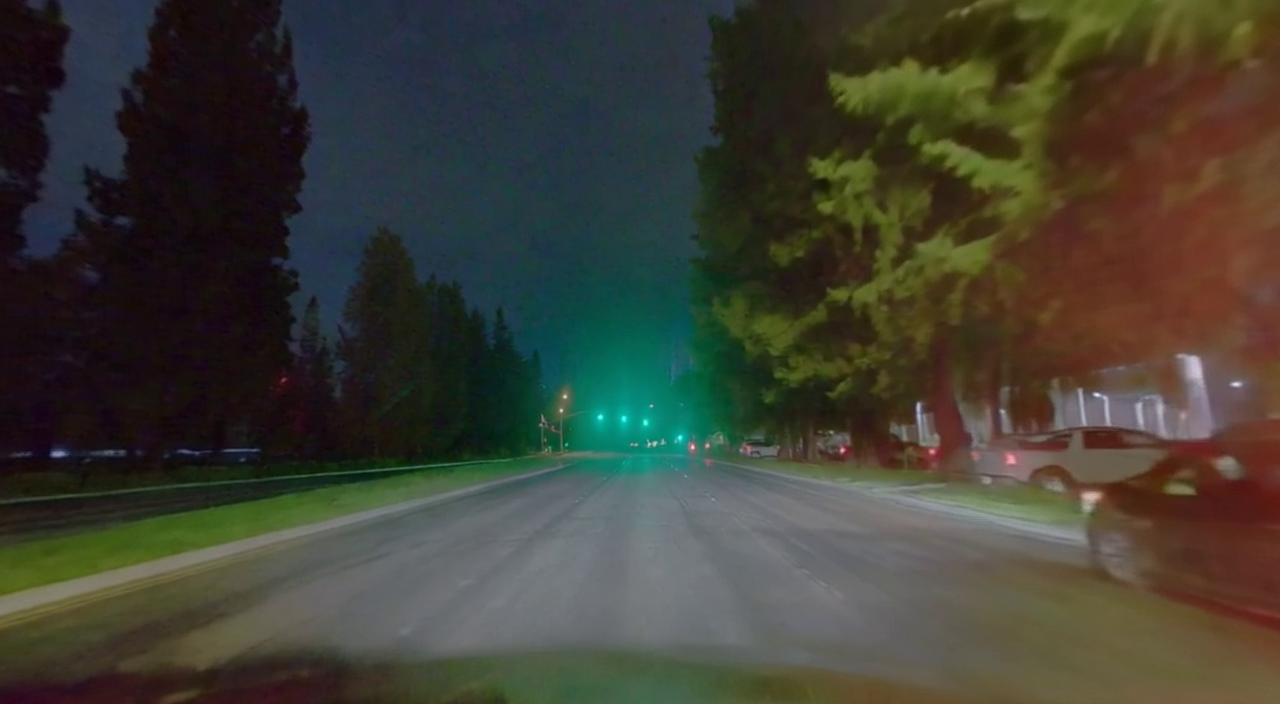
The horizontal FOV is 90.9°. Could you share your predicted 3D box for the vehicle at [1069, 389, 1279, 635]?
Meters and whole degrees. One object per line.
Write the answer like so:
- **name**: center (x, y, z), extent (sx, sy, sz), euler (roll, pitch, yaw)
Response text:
- **vehicle**: center (5.459, 1.077, 4.159), extent (2.057, 1.688, 4.596), euler (0, -8, 1)
